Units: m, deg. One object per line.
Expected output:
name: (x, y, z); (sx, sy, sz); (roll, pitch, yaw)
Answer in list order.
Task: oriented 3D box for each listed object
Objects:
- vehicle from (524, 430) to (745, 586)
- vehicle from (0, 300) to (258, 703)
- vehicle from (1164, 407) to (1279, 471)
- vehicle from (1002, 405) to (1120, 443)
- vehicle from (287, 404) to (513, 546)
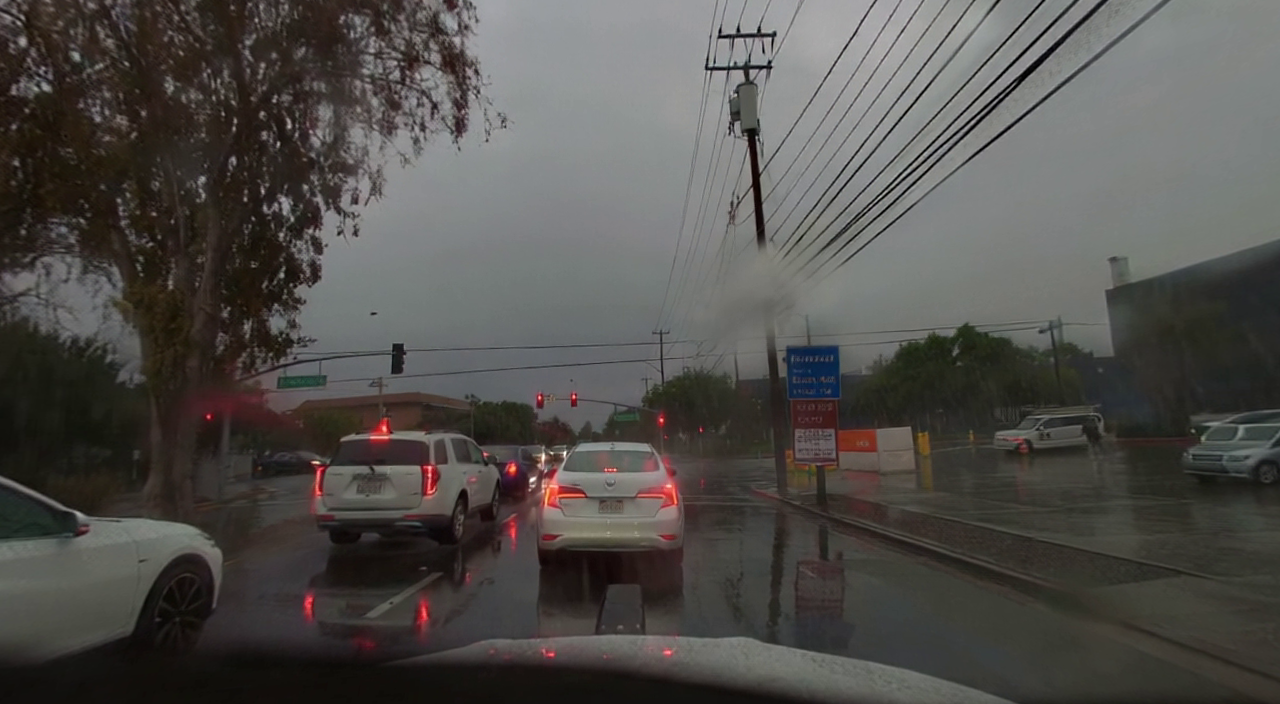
vehicle: (-0.104, 1.800, 8.138); (2.121, 1.474, 3.968); (0, -8, -1)
vehicle: (-3.594, 0.631, 1.525); (2.085, 1.943, 5.053); (0, -8, 1)
vehicle: (17.009, 2.544, 18.270); (1.858, 1.622, 4.491); (-5, -10, 28)
vehicle: (26.849, 4.642, 40.505); (5.782, 2.286, 2.223); (-1, -9, 4)
vehicle: (-3.850, 2.085, 11.368); (2.147, 1.963, 4.927); (0, -8, -1)
